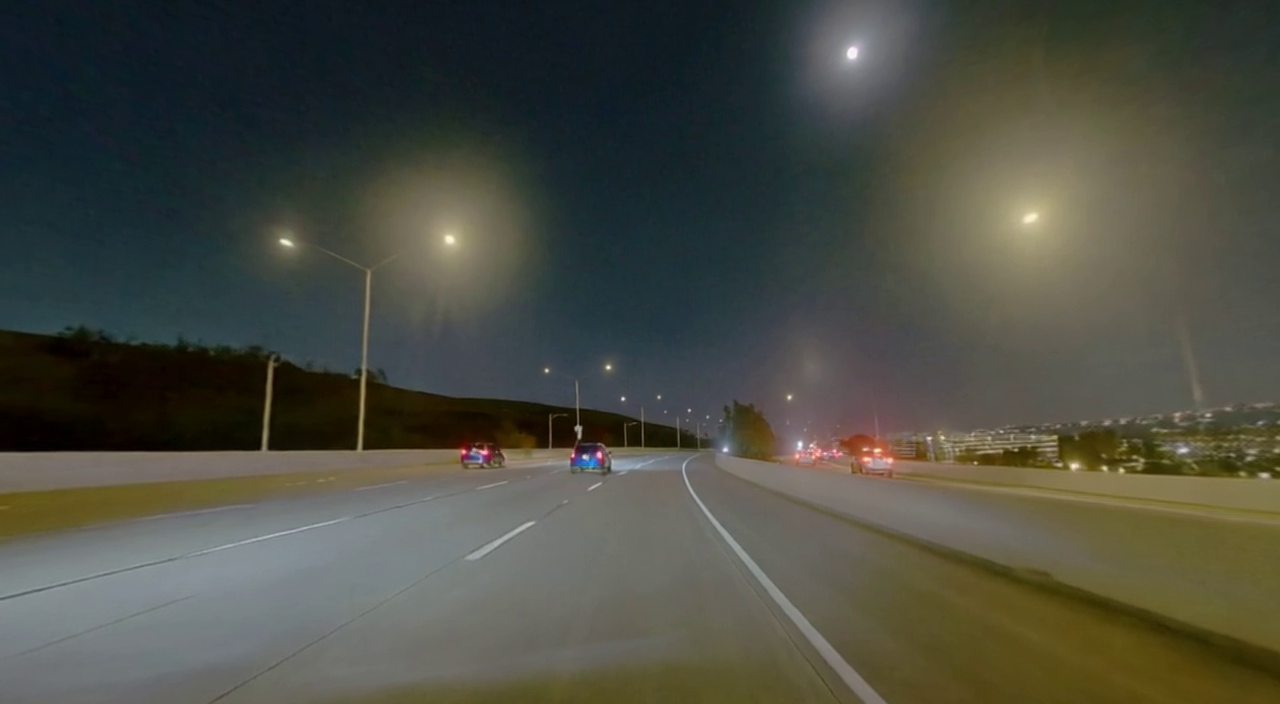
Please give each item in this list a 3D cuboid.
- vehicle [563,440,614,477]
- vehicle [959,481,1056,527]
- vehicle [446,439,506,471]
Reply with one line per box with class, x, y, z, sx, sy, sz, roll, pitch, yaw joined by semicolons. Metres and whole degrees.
vehicle;-2.584;5.518;32.883;2.028;1.782;4.150;-1;-8;4
vehicle;24.303;10.038;42.102;2.775;2.408;6.139;0;-8;0
vehicle;-9.634;6.084;37.433;2.039;1.746;4.528;-1;-8;5
